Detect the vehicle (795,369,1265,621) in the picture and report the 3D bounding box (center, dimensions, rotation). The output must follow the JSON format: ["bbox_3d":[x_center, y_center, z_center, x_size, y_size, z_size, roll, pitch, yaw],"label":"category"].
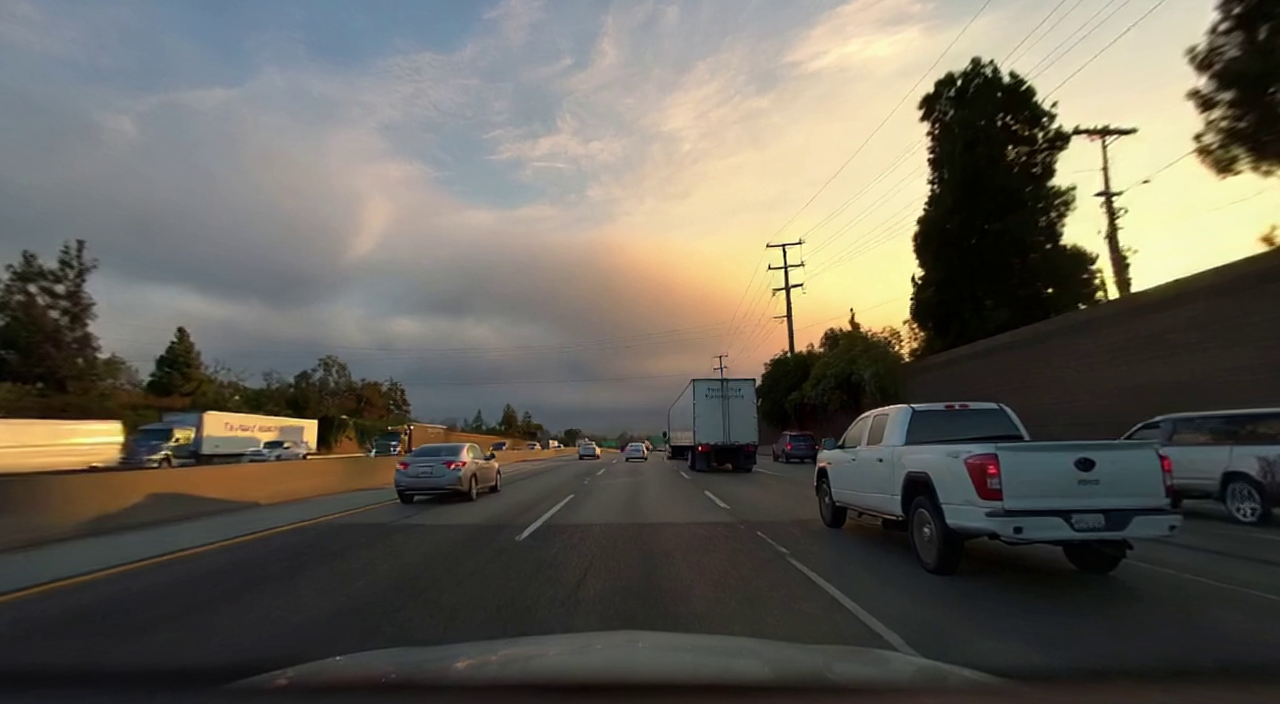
[{"bbox_3d":[3.532,1.418,7.256,2.132,1.869,4.978,0,-8,-1],"label":"vehicle"}]

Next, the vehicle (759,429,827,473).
[{"bbox_3d":[7.387,4.839,30.932,2.079,1.938,4.630,0,-8,-1],"label":"vehicle"}]

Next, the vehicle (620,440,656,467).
[{"bbox_3d":[-0.108,5.947,37.084,2.047,1.485,3.938,0,-8,0],"label":"vehicle"}]

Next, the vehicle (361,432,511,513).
[{"bbox_3d":[-4.232,2.544,13.787,1.968,1.507,3.829,0,-8,1],"label":"vehicle"}]

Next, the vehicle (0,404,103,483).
[{"bbox_3d":[-20.295,2.788,19.152,2.251,2.324,6.186,0,-8,2],"label":"vehicle"}]

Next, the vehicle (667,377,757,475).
[{"bbox_3d":[3.365,4.253,34.536,2.907,4.109,16.177,0,-8,0],"label":"vehicle"}]

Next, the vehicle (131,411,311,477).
[{"bbox_3d":[-29.405,6.489,45.955,3.049,3.899,16.316,0,-7,-4],"label":"vehicle"}]

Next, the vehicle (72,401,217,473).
[{"bbox_3d":[-28.744,5.012,37.021,3.015,3.829,6.868,0,-8,-3],"label":"vehicle"}]
